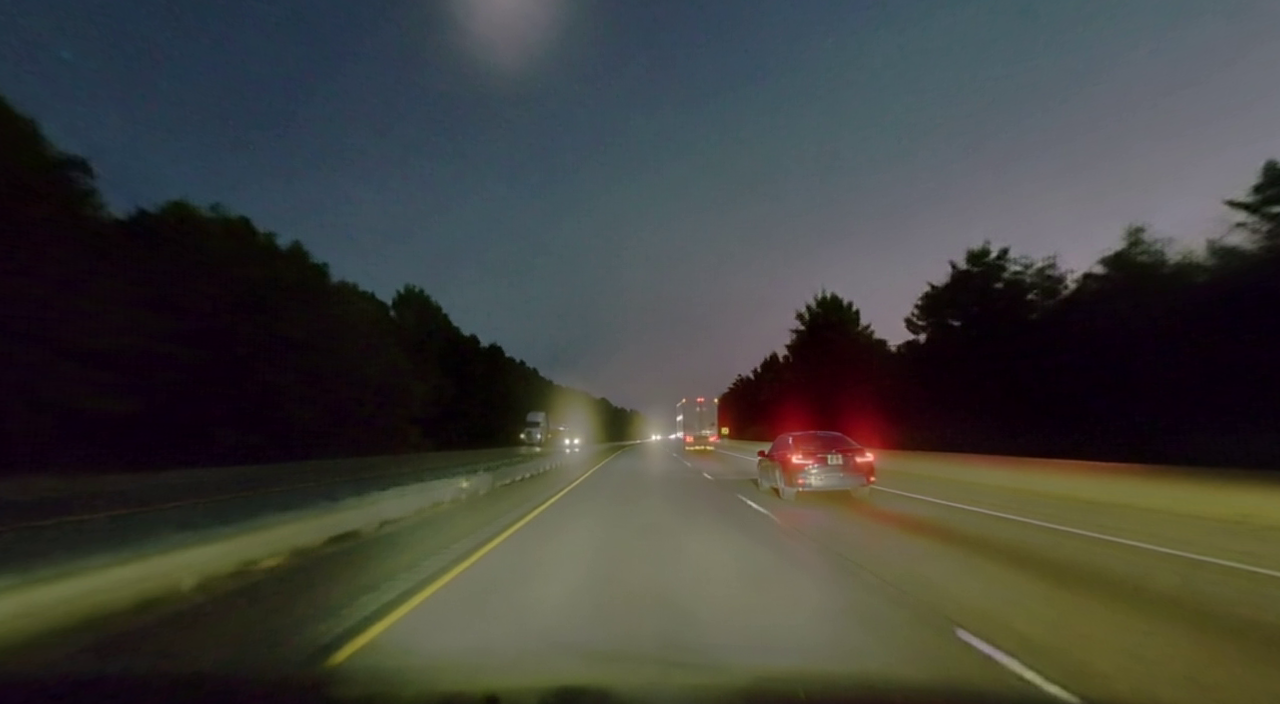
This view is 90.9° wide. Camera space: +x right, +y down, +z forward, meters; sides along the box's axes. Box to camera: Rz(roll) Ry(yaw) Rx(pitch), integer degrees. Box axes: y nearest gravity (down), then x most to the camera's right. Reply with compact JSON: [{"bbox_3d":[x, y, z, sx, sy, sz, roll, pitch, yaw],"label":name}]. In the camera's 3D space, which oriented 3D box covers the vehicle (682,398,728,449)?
[{"bbox_3d":[4.535,5.130,44.658,2.749,3.357,4.979,0,-8,1],"label":"vehicle"}]
